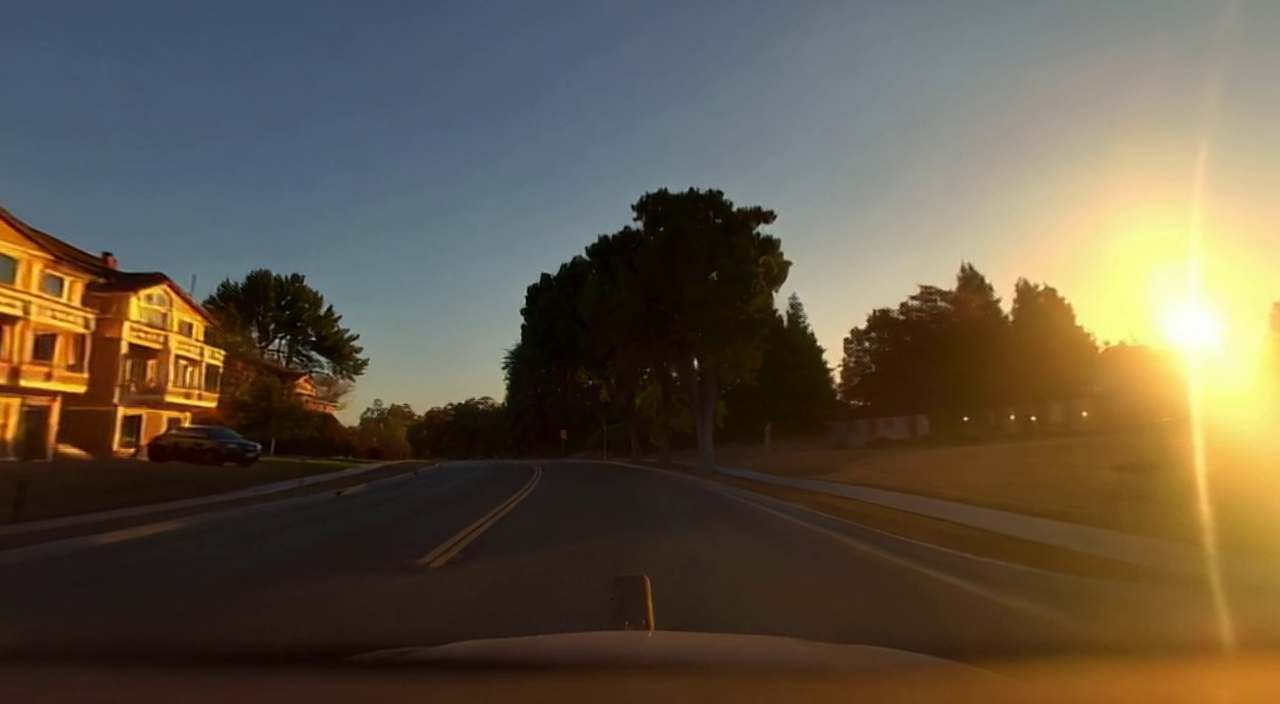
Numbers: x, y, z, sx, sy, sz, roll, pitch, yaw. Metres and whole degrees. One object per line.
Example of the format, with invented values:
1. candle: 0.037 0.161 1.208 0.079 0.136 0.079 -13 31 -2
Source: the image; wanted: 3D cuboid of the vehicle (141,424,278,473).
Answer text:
1. vehicle: -17.560 3.908 25.745 4.562 1.857 2.129 -2 -9 18
